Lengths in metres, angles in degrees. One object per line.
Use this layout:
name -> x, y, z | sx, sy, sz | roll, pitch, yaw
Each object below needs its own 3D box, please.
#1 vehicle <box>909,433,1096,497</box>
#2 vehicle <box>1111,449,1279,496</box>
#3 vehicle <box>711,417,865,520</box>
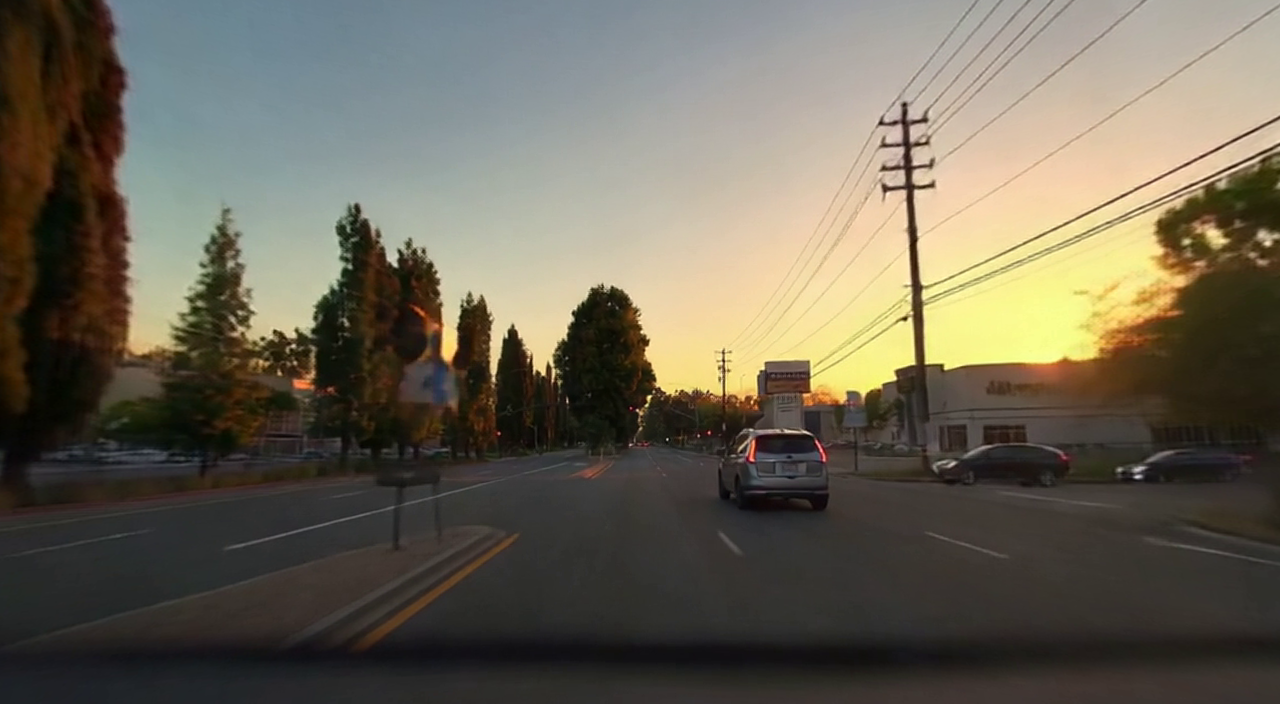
vehicle -> 11.738, 3.673, 20.730 | 4.801, 1.802, 2.022 | -2, -9, -2
vehicle -> 18.579, 3.963, 20.995 | 4.208, 1.434, 2.021 | 0, -9, 0
vehicle -> 2.915, 2.428, 13.679 | 2.060, 1.820, 4.713 | 0, -9, -1
